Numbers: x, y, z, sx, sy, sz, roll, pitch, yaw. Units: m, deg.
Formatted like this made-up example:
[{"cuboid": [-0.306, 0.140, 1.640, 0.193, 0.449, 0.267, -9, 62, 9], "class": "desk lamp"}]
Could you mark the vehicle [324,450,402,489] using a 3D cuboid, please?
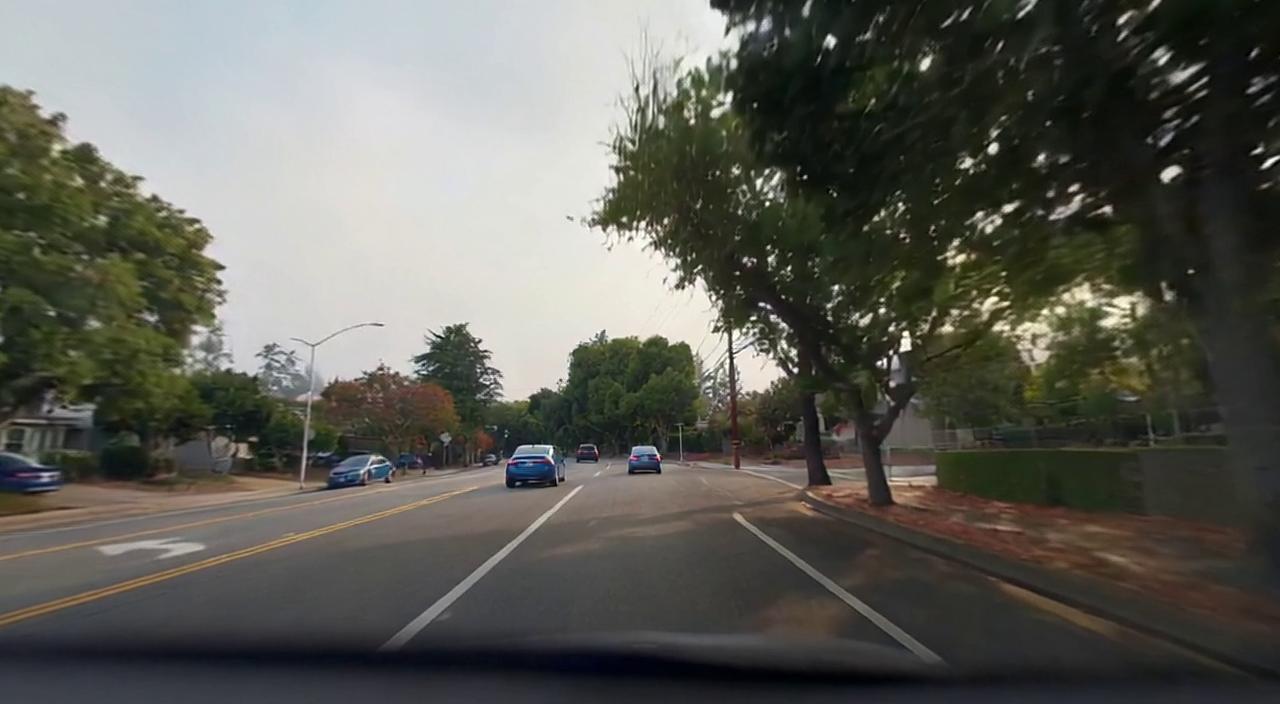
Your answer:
[{"cuboid": [-14.352, 6.080, 33.094, 2.083, 1.817, 4.532, 0, -8, -1], "class": "vehicle"}]

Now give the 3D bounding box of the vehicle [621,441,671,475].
[{"cuboid": [0.199, 4.986, 29.973, 2.168, 1.504, 4.284, 0, -8, -2], "class": "vehicle"}]

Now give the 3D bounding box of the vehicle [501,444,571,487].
[{"cuboid": [-3.732, 4.156, 23.486, 1.913, 1.425, 4.235, 0, -8, -1], "class": "vehicle"}]
